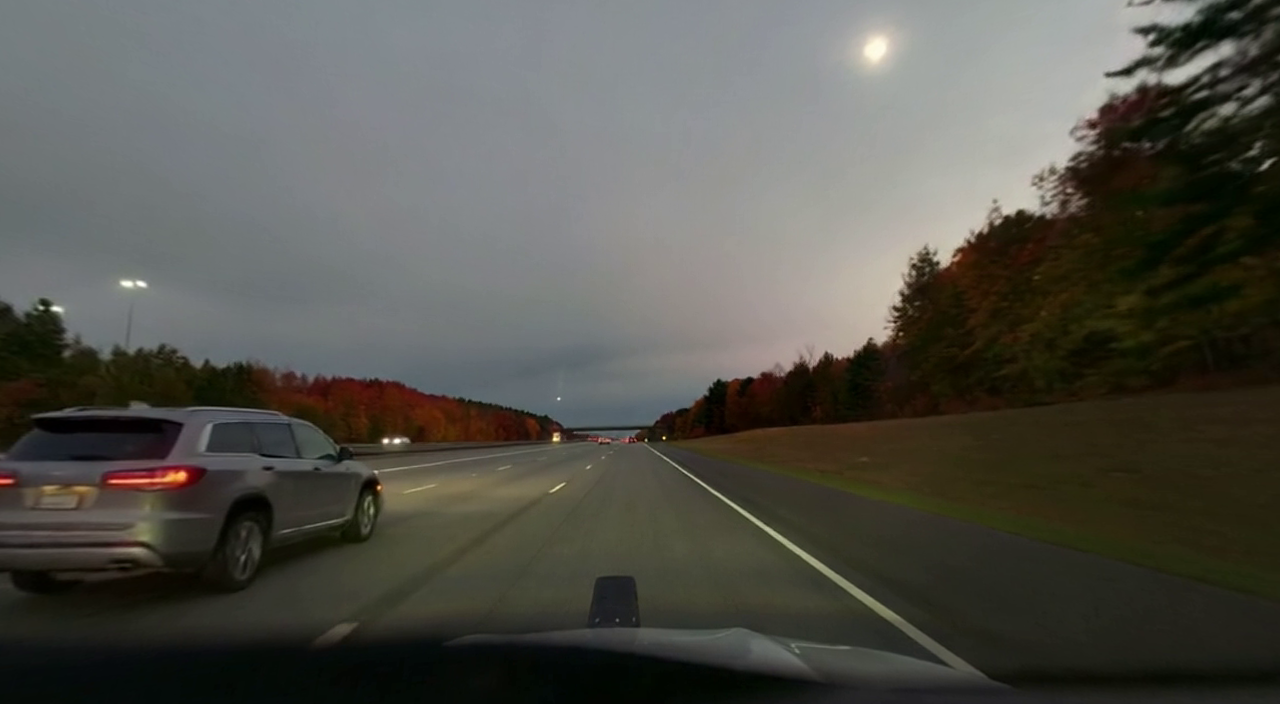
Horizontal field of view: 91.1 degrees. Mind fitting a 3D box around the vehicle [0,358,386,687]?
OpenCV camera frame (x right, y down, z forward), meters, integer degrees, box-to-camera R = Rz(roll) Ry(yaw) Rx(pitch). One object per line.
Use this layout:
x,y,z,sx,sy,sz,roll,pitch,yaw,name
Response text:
-4.232,1.166,5.526,2.057,1.666,4.552,0,-8,0,vehicle
